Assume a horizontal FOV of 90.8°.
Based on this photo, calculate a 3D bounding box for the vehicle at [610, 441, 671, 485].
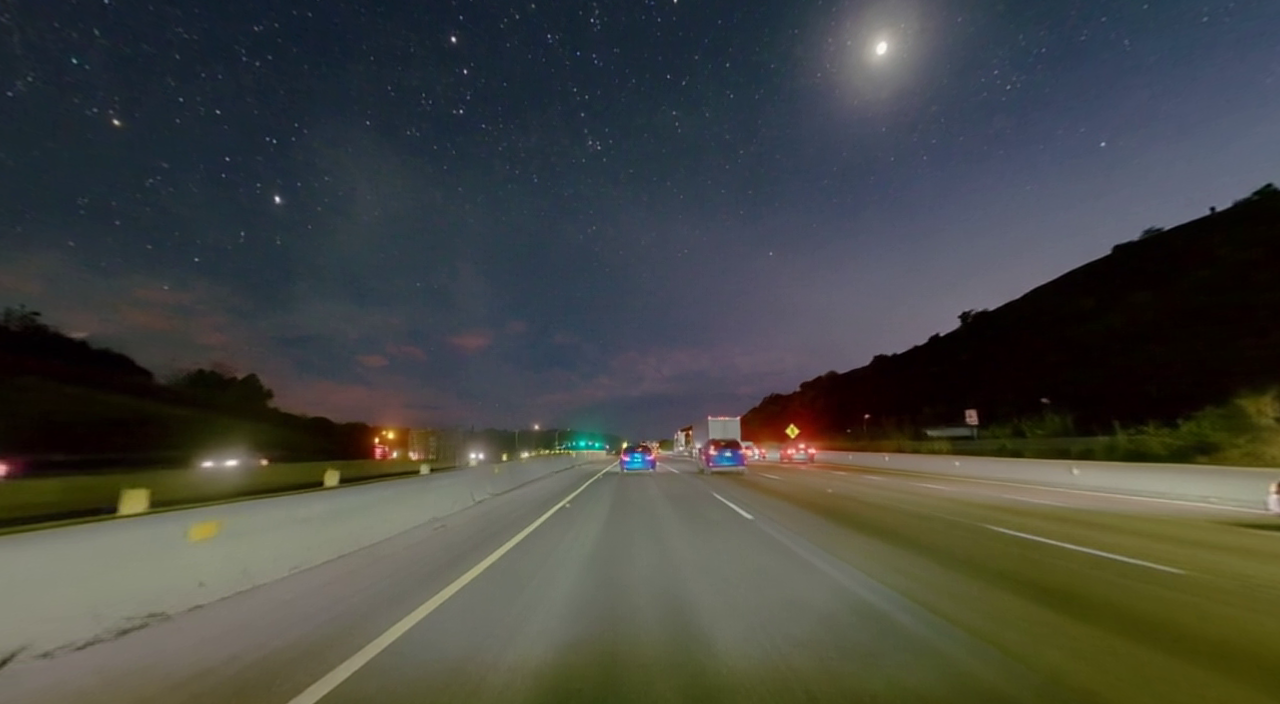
[{"bbox_3d":[-0.038,4.123,23.763,2.083,1.477,3.965,0,-9,-2],"label":"vehicle"}]

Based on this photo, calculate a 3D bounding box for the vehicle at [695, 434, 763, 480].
[{"bbox_3d":[3.711,4.472,27.181,2.098,1.794,4.561,0,-9,-2],"label":"vehicle"}]
